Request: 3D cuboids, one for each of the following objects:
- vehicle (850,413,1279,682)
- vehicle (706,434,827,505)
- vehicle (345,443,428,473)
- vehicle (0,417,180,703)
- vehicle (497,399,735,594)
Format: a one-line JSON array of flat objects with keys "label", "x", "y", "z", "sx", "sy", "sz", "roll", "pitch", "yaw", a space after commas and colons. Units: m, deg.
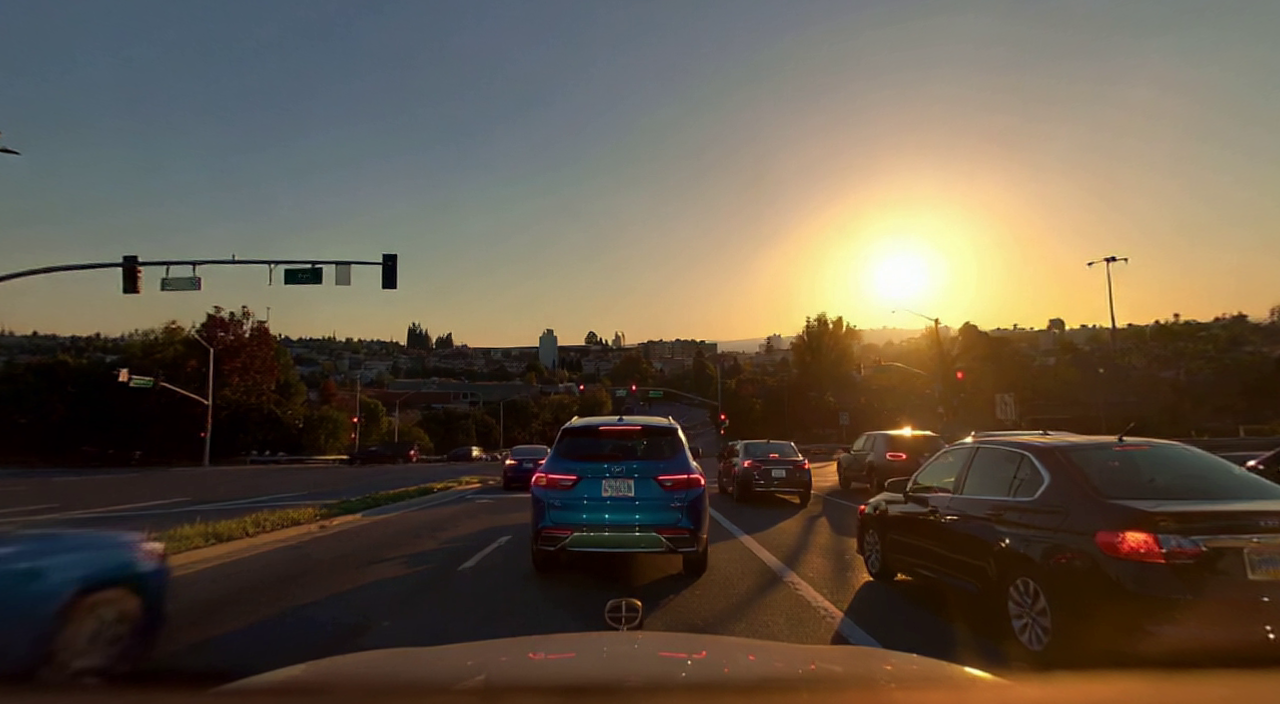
[{"label": "vehicle", "x": 3.612, "y": 1.397, "z": 5.693, "sx": 1.861, "sy": 1.478, "sz": 4.185, "roll": 0, "pitch": -8, "yaw": -2}, {"label": "vehicle", "x": 2.960, "y": 2.856, "z": 15.770, "sx": 1.950, "sy": 1.506, "sz": 4.086, "roll": 0, "pitch": -8, "yaw": -3}, {"label": "vehicle", "x": -16.170, "y": 6.714, "z": 40.263, "sx": 4.972, "sy": 1.794, "sz": 2.186, "roll": -5, "pitch": -10, "yaw": 29}, {"label": "vehicle", "x": -3.680, "y": 0.816, "z": 1.333, "sx": 2.063, "sy": 1.454, "sz": 4.553, "roll": 0, "pitch": -8, "yaw": -2}, {"label": "vehicle", "x": -0.274, "y": 1.560, "z": 7.625, "sx": 2.101, "sy": 1.707, "sz": 3.904, "roll": 0, "pitch": -8, "yaw": -2}]
